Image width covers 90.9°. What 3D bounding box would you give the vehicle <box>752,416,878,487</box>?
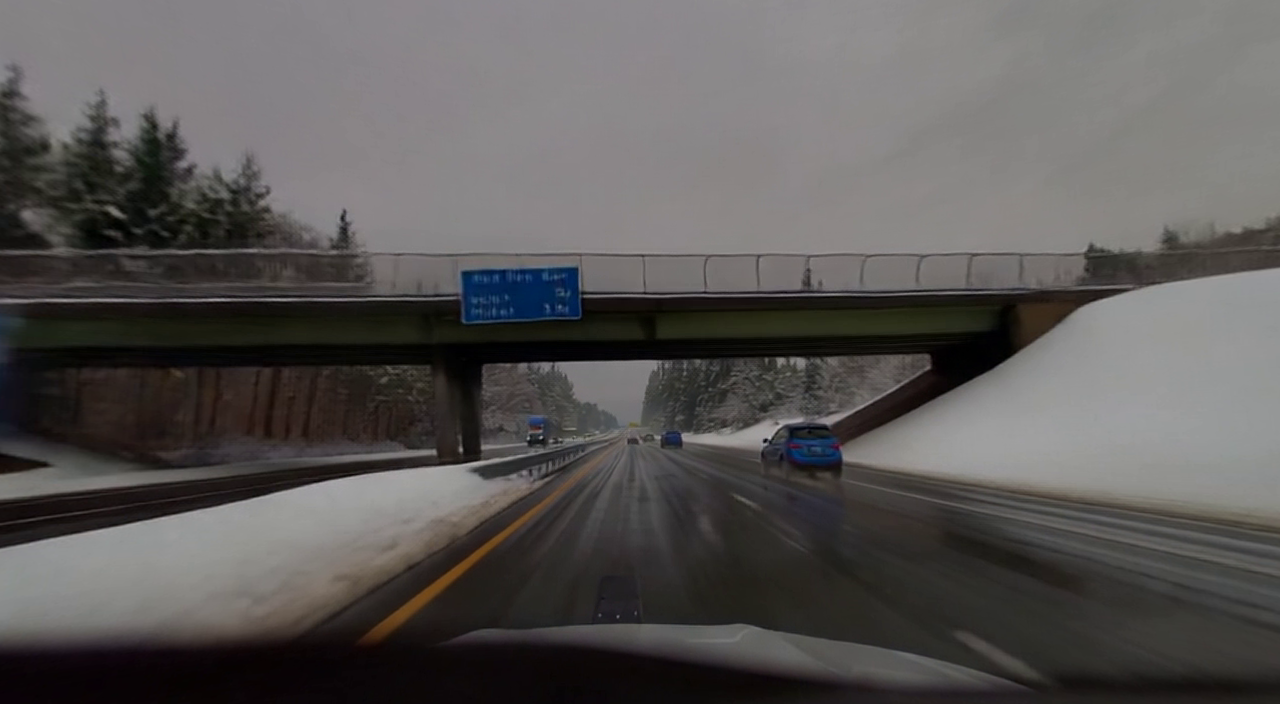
[{"bbox_3d":[4.466,2.611,16.805,2.073,1.651,4.065,0,-8,-2],"label":"vehicle"}]
